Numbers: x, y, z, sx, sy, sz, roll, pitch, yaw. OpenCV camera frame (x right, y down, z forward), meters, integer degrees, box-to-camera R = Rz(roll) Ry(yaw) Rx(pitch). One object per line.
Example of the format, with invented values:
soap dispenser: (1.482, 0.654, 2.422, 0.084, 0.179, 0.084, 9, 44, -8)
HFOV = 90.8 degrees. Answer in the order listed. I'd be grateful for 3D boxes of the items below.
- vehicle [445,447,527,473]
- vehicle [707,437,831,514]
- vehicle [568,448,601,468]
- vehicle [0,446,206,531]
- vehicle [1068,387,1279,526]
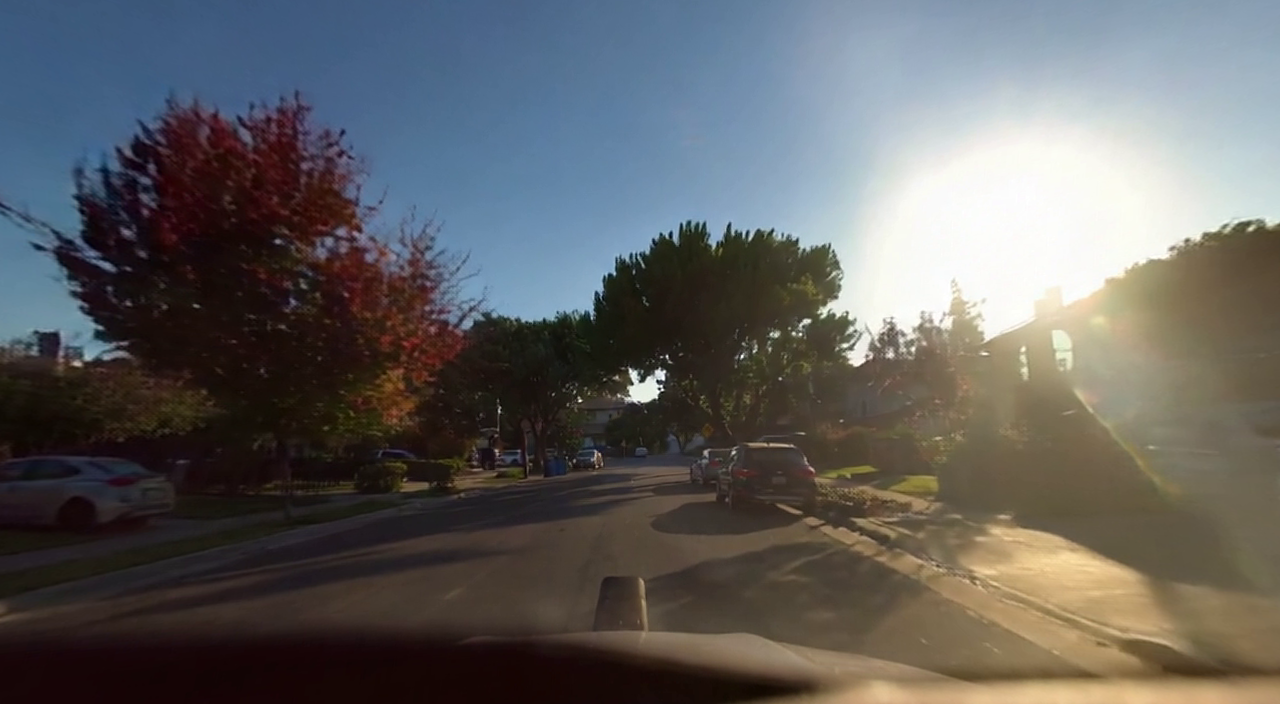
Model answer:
vehicle: (-10.213, 7.180, 42.097, 4.933, 1.547, 2.125, -1, -8, 0)
vehicle: (2.748, 2.739, 14.560, 2.022, 1.483, 4.565, 0, -9, 2)
vehicle: (-4.278, 8.329, 49.744, 1.987, 1.459, 4.473, -1, -8, 3)
vehicle: (-11.256, 2.582, 12.297, 4.118, 1.492, 1.902, 0, -9, -2)
vehicle: (9.064, 1.427, 8.843, 4.643, 1.700, 1.972, 0, -9, 0)
